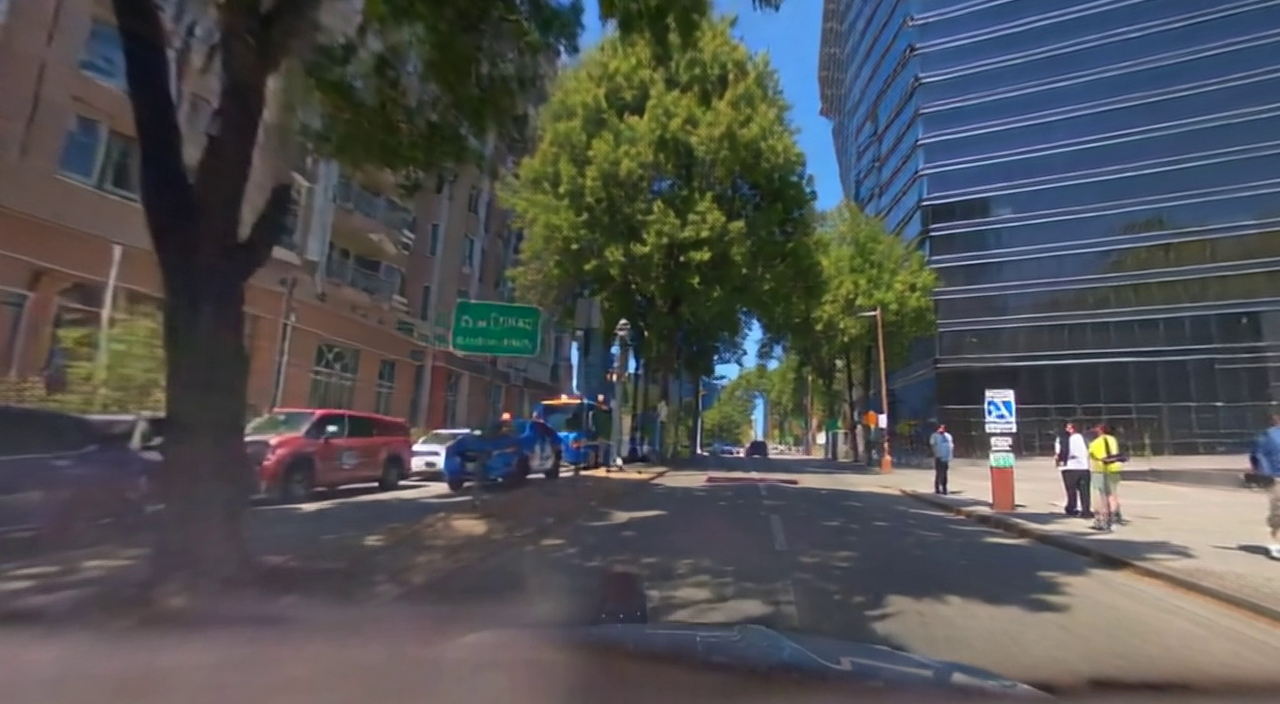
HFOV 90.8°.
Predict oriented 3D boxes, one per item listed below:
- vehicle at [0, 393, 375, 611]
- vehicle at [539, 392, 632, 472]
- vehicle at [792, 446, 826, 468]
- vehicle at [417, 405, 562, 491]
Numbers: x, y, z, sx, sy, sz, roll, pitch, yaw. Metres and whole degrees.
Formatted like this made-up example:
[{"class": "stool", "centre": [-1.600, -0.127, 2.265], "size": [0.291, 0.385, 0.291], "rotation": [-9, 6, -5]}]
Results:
[{"class": "vehicle", "centre": [-4.980, 1.366, 6.614], "size": [1.826, 1.488, 4.628], "rotation": [-2, -8, 9]}, {"class": "vehicle", "centre": [-1.913, 3.158, 24.543], "size": [2.268, 2.708, 5.699], "rotation": [-1, -8, 9]}, {"class": "vehicle", "centre": [12.926, 8.018, 48.409], "size": [1.888, 1.536, 4.381], "rotation": [-1, -8, 7]}, {"class": "vehicle", "centre": [-3.613, 2.455, 16.283], "size": [1.988, 1.855, 4.599], "rotation": [-1, -8, 9]}]
